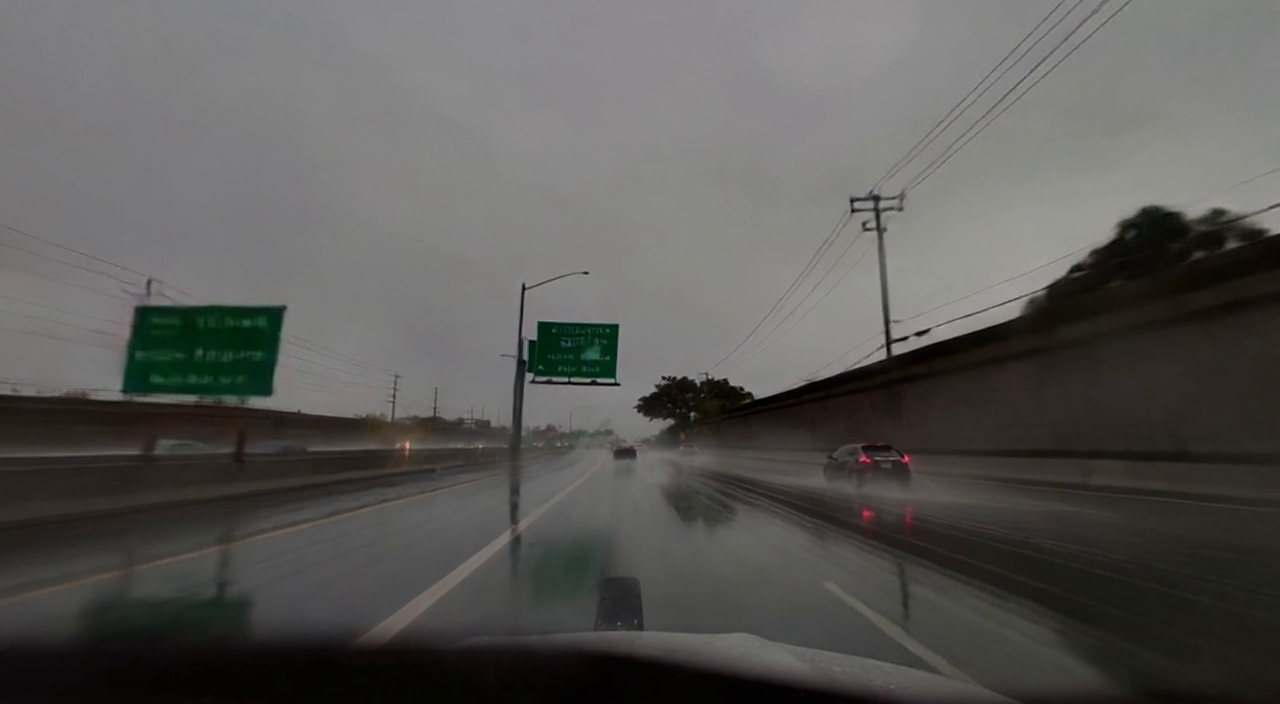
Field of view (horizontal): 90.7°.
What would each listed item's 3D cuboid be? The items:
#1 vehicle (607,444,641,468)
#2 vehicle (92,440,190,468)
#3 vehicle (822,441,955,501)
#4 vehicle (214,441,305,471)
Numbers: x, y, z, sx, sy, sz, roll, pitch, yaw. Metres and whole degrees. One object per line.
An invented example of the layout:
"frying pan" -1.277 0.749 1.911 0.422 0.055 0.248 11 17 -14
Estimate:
"vehicle" -1.130 6.932 42.477 2.109 1.489 4.027 0 -8 -3
"vehicle" -28.053 5.732 35.806 1.844 1.468 4.671 0 -8 -2
"vehicle" 6.728 3.240 17.715 1.876 1.451 4.154 0 -8 -3
"vehicle" -20.338 5.556 34.118 2.073 1.464 4.750 0 -8 -2
